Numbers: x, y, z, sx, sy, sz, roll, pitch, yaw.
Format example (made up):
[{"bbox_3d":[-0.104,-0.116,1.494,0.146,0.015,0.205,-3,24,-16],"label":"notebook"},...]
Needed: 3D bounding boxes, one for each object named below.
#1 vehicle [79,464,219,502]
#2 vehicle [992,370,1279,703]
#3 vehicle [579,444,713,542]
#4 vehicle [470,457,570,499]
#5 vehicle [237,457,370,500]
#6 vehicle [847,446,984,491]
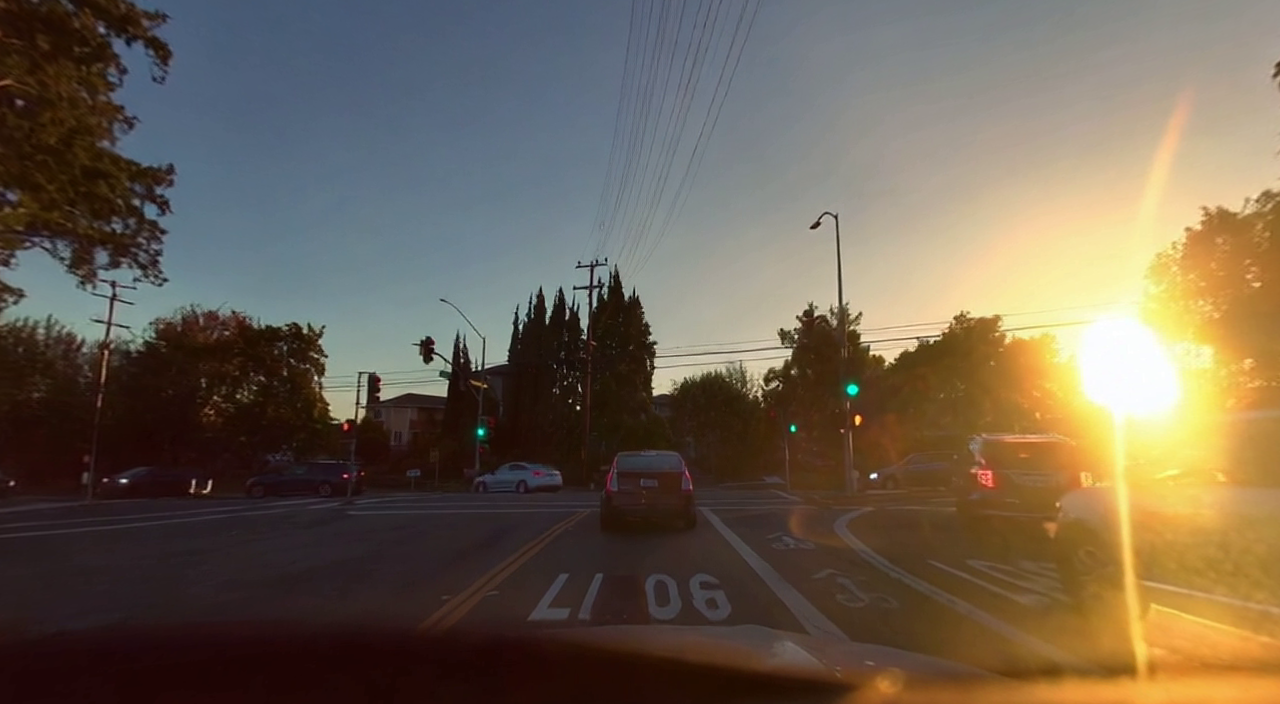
[{"bbox_3d":[-21.090,5.605,27.162,4.736,1.475,1.921,-1,-8,9],"label":"vehicle"},{"bbox_3d":[4.559,1.112,3.999,2.095,1.836,4.895,-1,-8,4],"label":"vehicle"},{"bbox_3d":[0.062,2.538,12.140,2.078,1.506,4.512,0,-8,-1],"label":"vehicle"},{"bbox_3d":[-5.091,5.225,26.444,2.063,1.492,4.343,8,-12,-43],"label":"vehicle"},{"bbox_3d":[-13.892,5.209,26.134,4.485,1.625,1.980,-1,-8,10],"label":"vehicle"},{"bbox_3d":[11.022,4.677,25.536,4.600,1.722,2.074,-1,-8,6],"label":"vehicle"}]
